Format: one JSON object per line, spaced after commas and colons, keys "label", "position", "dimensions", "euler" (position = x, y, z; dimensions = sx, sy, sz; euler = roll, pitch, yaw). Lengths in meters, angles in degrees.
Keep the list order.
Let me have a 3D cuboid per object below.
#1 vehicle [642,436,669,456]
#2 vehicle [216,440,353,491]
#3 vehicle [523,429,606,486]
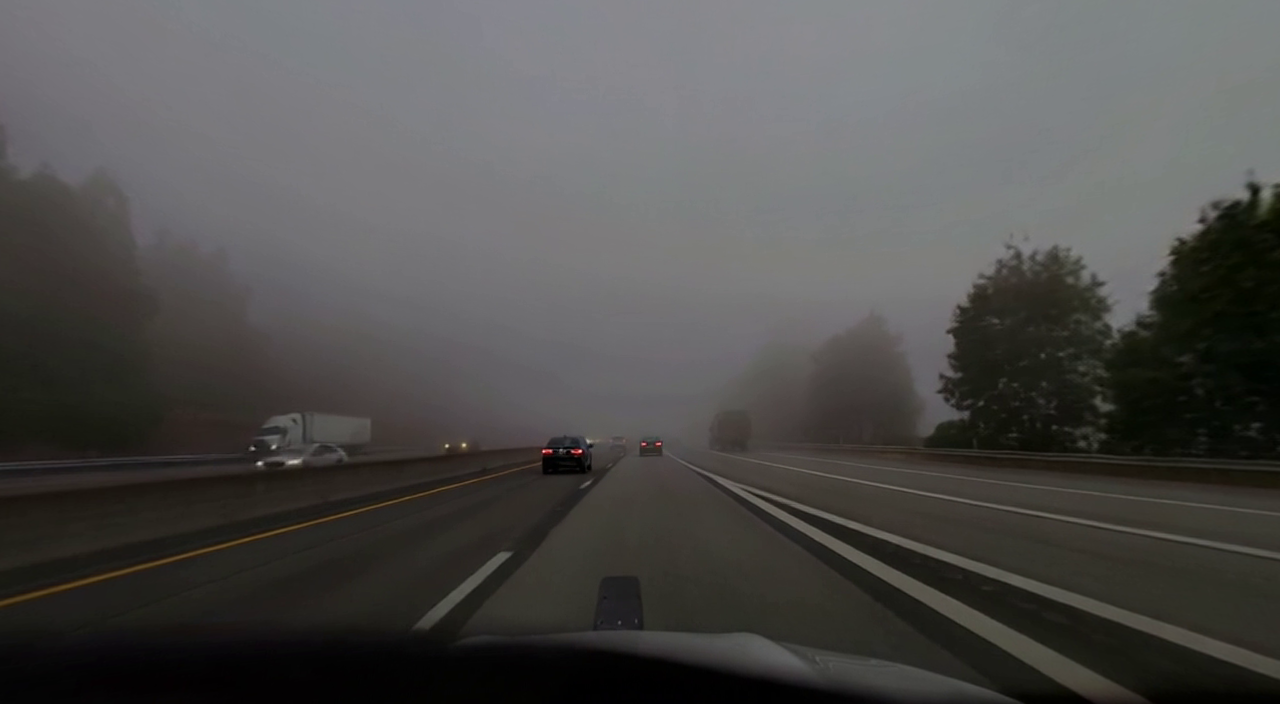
{"label": "vehicle", "position": [1.139, 7.067, 47.539], "dimensions": [2.004, 1.465, 3.842], "euler": [0, -8, 1]}
{"label": "vehicle", "position": [-11.568, 3.680, 20.959], "dimensions": [1.881, 1.449, 4.521], "euler": [0, -8, 1]}
{"label": "vehicle", "position": [-2.256, 3.291, 20.102], "dimensions": [2.137, 1.618, 4.209], "euler": [0, -8, 0]}
